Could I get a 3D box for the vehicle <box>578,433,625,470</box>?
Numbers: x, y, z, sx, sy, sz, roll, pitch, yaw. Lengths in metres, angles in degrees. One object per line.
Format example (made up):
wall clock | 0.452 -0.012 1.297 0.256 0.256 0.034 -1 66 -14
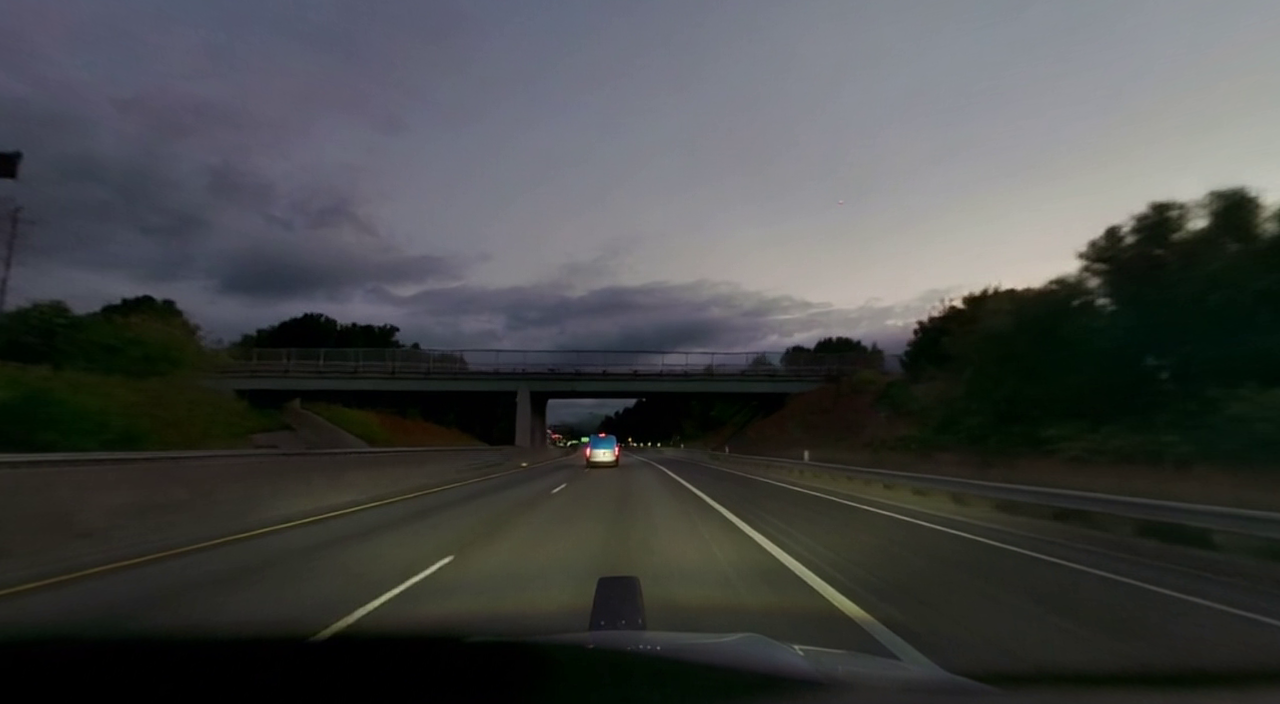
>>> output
vehicle | -2.018 5.445 34.701 2.372 1.891 5.061 0 -8 -1
